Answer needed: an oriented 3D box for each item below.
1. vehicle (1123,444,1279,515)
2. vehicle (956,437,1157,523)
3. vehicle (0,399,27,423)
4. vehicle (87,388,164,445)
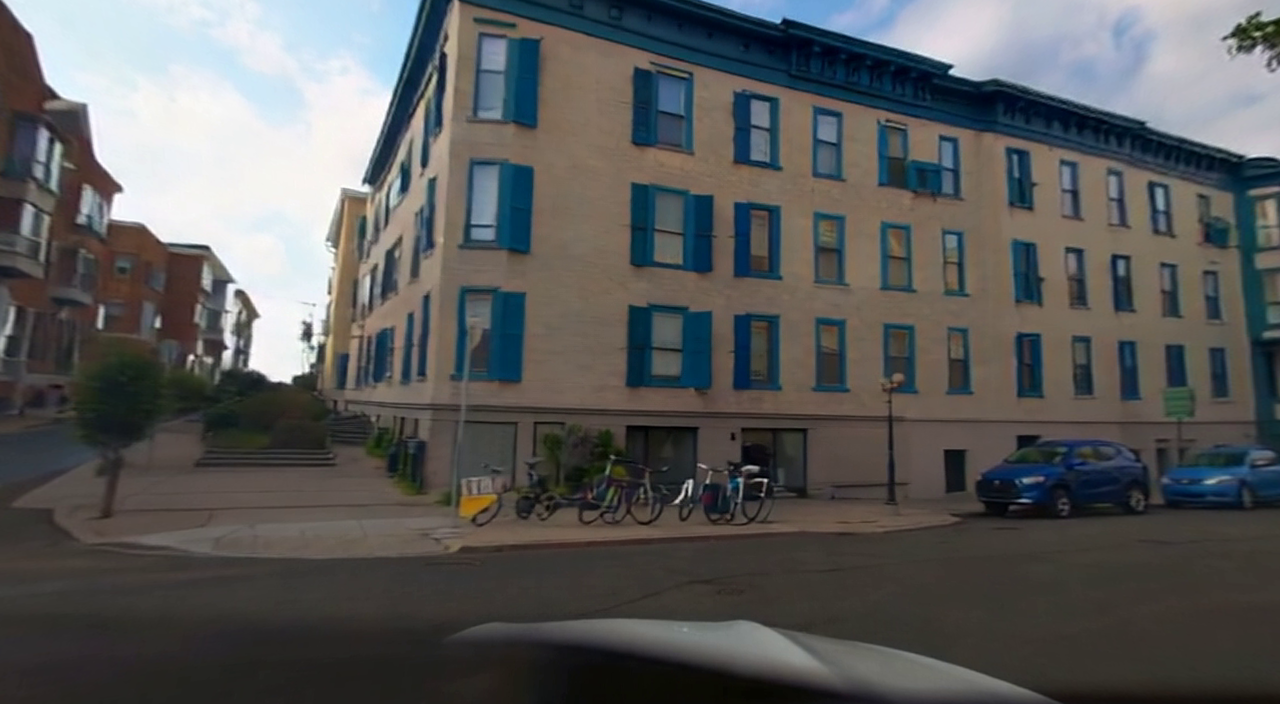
[{"bbox_3d":[13.767,2.893,14.773,4.294,1.427,1.830,3,-8,-22],"label":"vehicle"},{"bbox_3d":[8.376,2.476,12.680,3.414,1.519,1.719,3,-8,-24],"label":"vehicle"},{"bbox_3d":[-41.716,3.898,41.255,1.777,1.459,3.676,7,-10,-41],"label":"vehicle"},{"bbox_3d":[-20.795,2.671,25.448,2.072,2.074,4.358,6,-10,-39],"label":"vehicle"}]
